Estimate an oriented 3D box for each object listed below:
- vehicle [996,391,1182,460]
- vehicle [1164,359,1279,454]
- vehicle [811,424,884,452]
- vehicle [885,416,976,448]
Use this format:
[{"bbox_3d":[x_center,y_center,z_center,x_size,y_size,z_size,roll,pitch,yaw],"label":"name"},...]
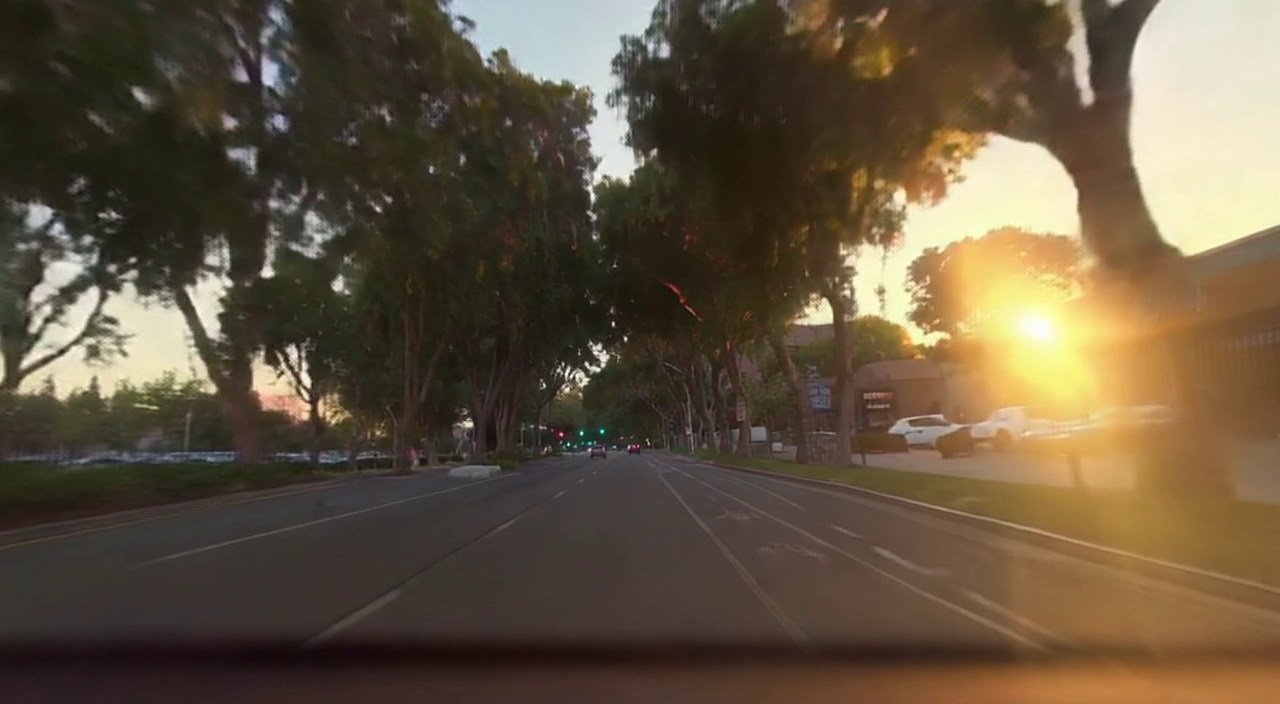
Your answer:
[{"bbox_3d":[11.931,1.986,16.911,3.618,1.433,1.661,-5,-7,-1],"label":"vehicle"},{"bbox_3d":[12.749,1.108,12.028,3.982,1.652,1.747,1,-9,-5],"label":"vehicle"},{"bbox_3d":[12.569,5.230,38.318,3.742,1.560,1.822,-1,-9,-2],"label":"vehicle"},{"bbox_3d":[13.271,3.689,28.952,3.375,1.411,1.561,0,-9,0],"label":"vehicle"}]
